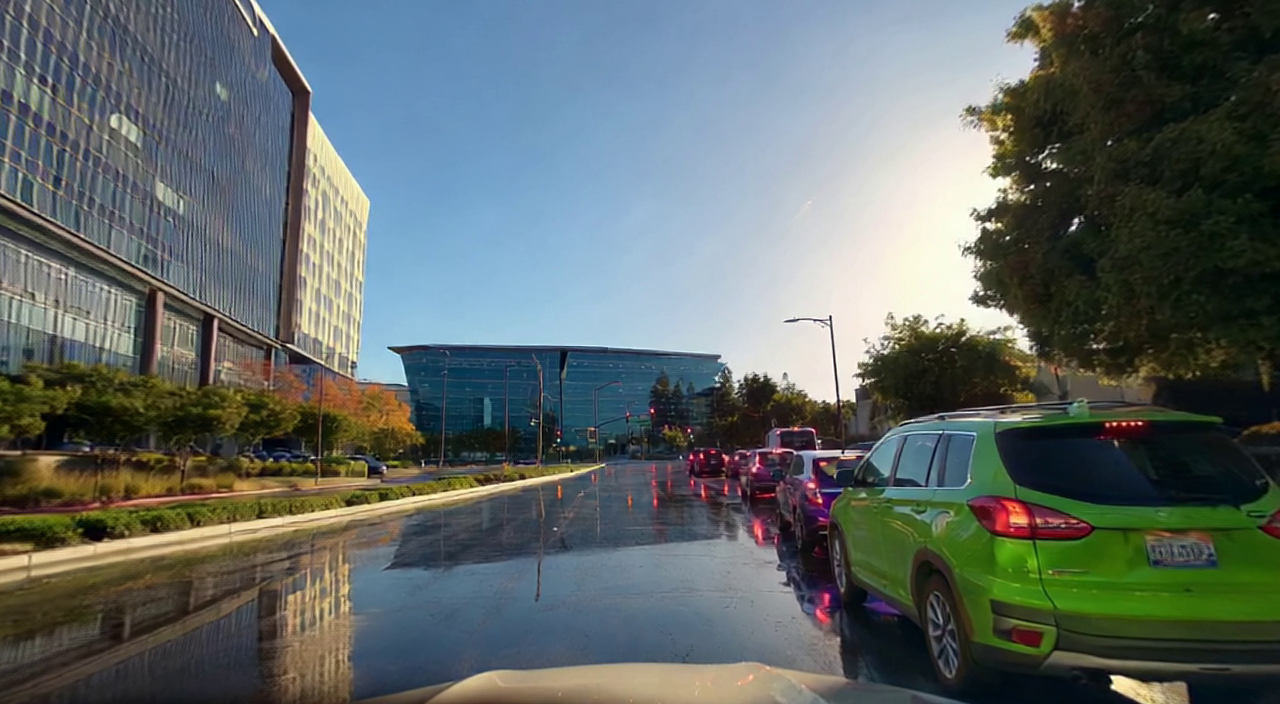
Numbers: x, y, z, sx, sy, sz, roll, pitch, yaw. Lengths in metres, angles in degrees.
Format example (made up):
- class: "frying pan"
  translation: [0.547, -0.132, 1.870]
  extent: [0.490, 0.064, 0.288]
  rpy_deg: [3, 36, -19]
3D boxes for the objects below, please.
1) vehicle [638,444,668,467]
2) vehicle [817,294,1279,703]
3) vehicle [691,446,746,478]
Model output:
- class: "vehicle"
  translation: [1.061, 8.170, 49.768]
  extent: [2.121, 1.728, 4.161]
  rpy_deg: [-1, -9, 5]
- class: "vehicle"
  translation: [2.428, 1.044, 3.742]
  extent: [2.092, 1.703, 4.870]
  rpy_deg: [-1, -9, 10]
- class: "vehicle"
  translation: [3.951, 5.615, 32.486]
  extent: [2.183, 1.553, 3.923]
  rpy_deg: [0, -9, -2]
